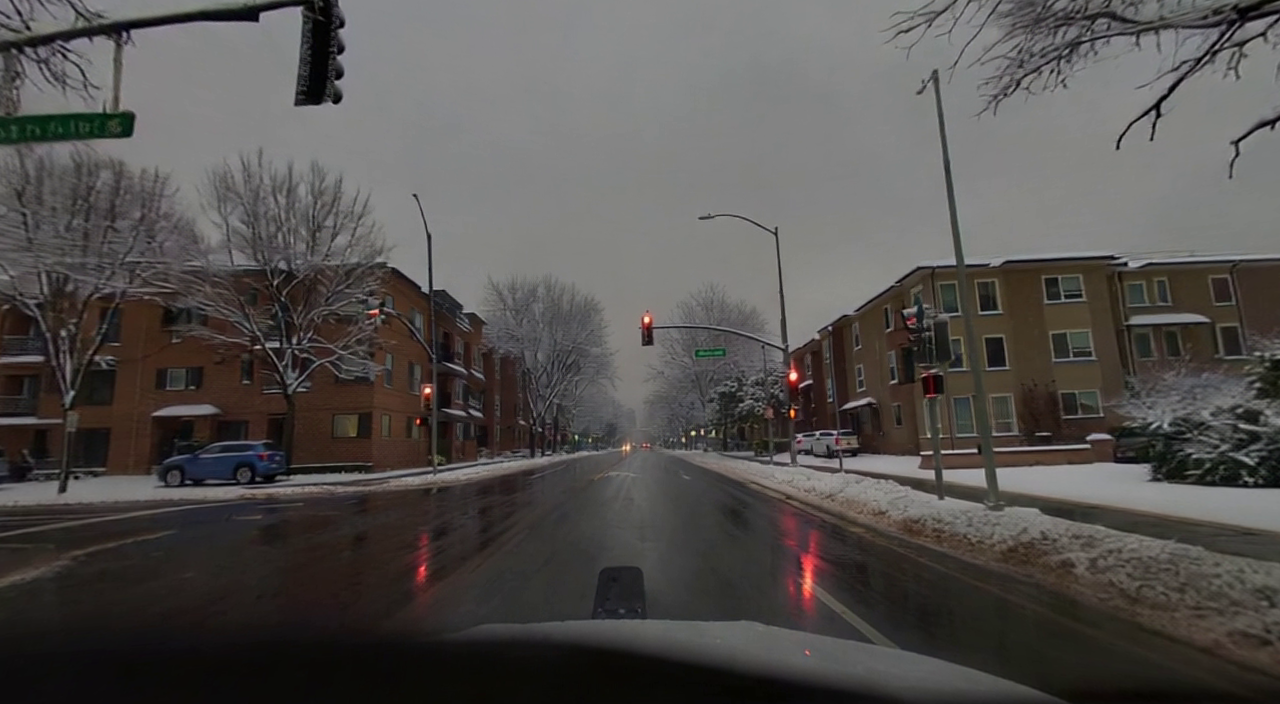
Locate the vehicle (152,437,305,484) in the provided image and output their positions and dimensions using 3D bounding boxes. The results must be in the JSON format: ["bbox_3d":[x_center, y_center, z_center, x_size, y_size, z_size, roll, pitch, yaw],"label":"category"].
[{"bbox_3d":[-18.977,5.000,29.423,5.468,1.854,2.283,-2,-8,-5],"label":"vehicle"}]

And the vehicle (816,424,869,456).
[{"bbox_3d":[11.538,5.066,36.212,1.950,1.714,4.245,-1,-9,5],"label":"vehicle"}]

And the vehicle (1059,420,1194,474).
[{"bbox_3d":[17.074,3.364,22.468,2.013,1.722,4.007,-2,-9,9],"label":"vehicle"}]
